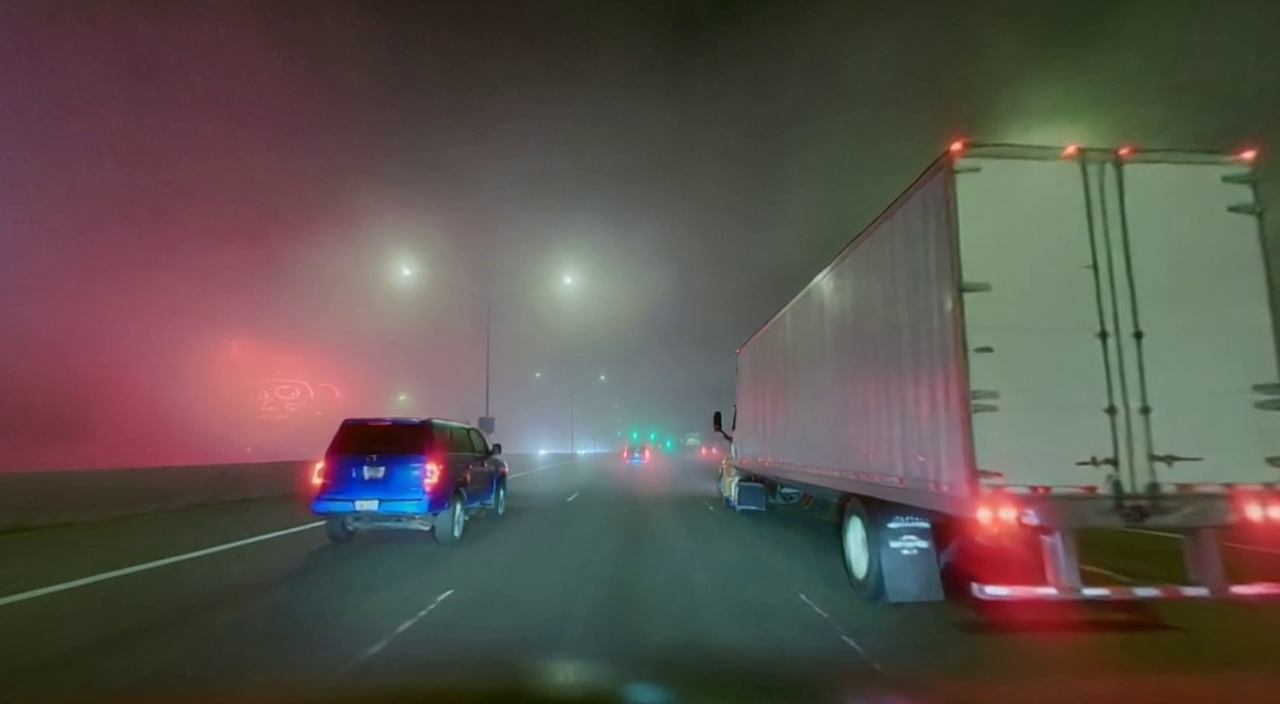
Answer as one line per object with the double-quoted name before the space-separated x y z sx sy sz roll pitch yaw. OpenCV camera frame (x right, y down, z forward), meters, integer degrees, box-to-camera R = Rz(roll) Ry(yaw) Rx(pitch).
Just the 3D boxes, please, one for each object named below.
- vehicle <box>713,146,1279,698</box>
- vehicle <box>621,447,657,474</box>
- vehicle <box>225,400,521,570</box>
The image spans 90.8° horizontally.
"vehicle" 3.289 1.138 9.278 2.934 3.325 10.986 0 -9 -1
"vehicle" -0.064 6.004 35.335 1.929 1.395 3.999 0 -9 0
"vehicle" -3.309 1.783 9.192 2.229 1.806 4.698 0 -9 0
